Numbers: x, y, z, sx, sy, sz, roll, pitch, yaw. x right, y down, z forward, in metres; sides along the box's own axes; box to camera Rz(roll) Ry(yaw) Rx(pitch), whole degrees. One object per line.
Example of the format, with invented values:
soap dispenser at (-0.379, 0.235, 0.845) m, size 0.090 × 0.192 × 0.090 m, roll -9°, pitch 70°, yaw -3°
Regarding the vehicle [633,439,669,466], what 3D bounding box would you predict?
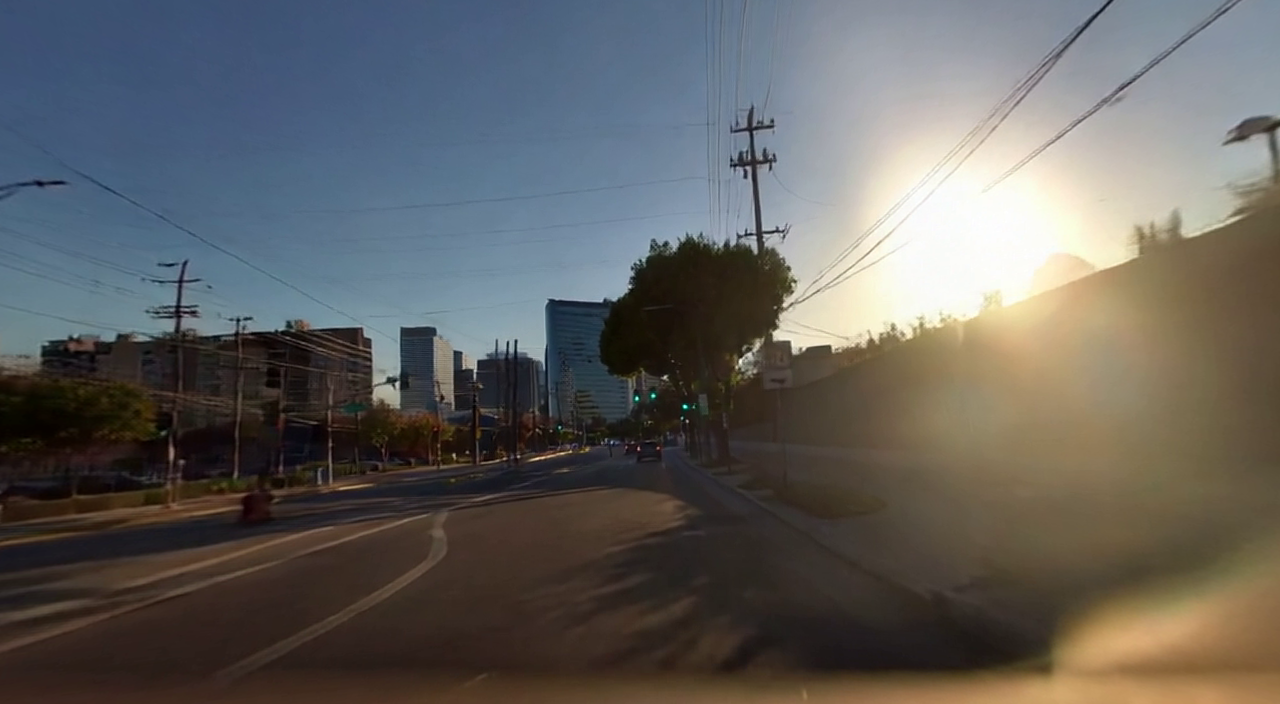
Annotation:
vehicle at (0.692, 6.271, 39.552) m, size 2.105 × 1.611 × 3.750 m, roll 0°, pitch -8°, yaw 1°
